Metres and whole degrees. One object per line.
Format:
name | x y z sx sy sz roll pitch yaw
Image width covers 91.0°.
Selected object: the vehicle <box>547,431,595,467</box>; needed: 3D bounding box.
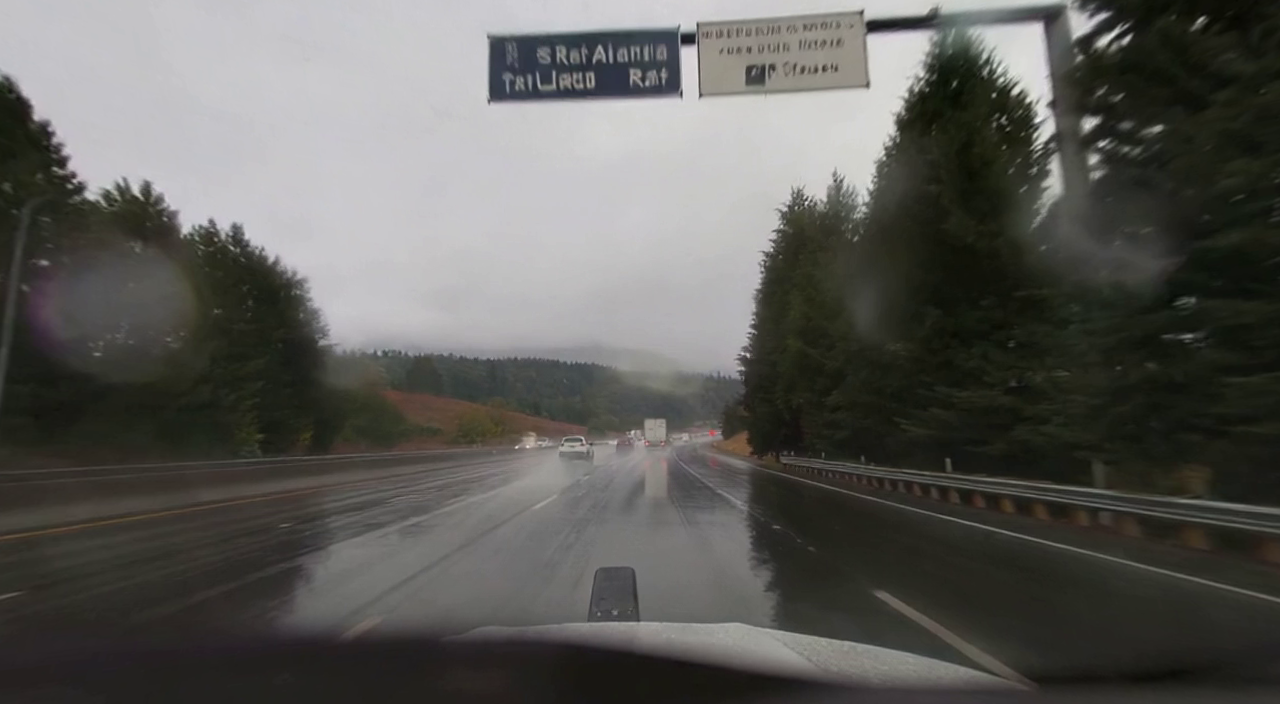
vehicle | -3.950 5.639 36.857 2.130 1.935 4.817 -1 -8 1
